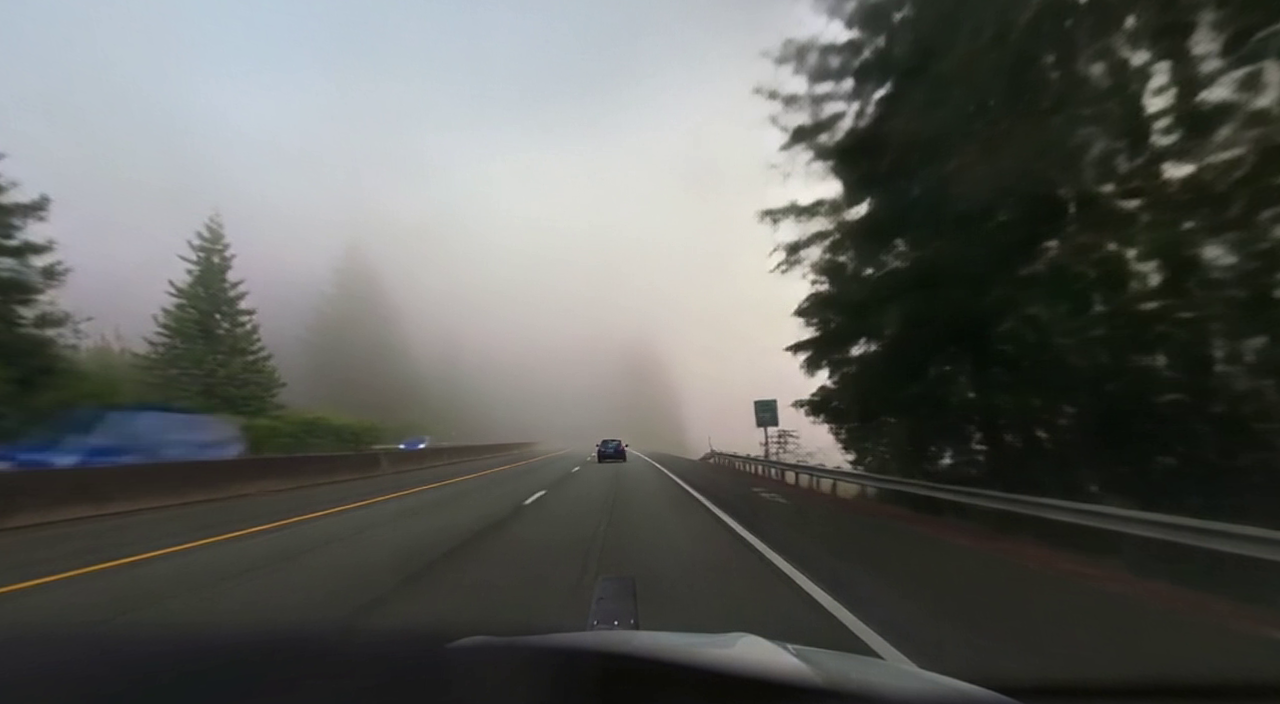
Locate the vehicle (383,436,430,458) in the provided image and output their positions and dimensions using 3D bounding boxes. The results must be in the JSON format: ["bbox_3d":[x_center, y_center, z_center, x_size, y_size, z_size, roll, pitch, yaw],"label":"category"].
[{"bbox_3d":[-16.529,6.727,44.805,1.923,1.487,4.154,0,-8,-2],"label":"vehicle"}]

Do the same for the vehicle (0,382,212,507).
[{"bbox_3d":[-11.496,1.832,12.516,2.237,1.989,5.436,0,-8,-1],"label":"vehicle"}]

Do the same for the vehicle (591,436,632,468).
[{"bbox_3d":[-1.425,5.125,32.528,2.004,1.515,3.968,0,-8,-1],"label":"vehicle"}]
